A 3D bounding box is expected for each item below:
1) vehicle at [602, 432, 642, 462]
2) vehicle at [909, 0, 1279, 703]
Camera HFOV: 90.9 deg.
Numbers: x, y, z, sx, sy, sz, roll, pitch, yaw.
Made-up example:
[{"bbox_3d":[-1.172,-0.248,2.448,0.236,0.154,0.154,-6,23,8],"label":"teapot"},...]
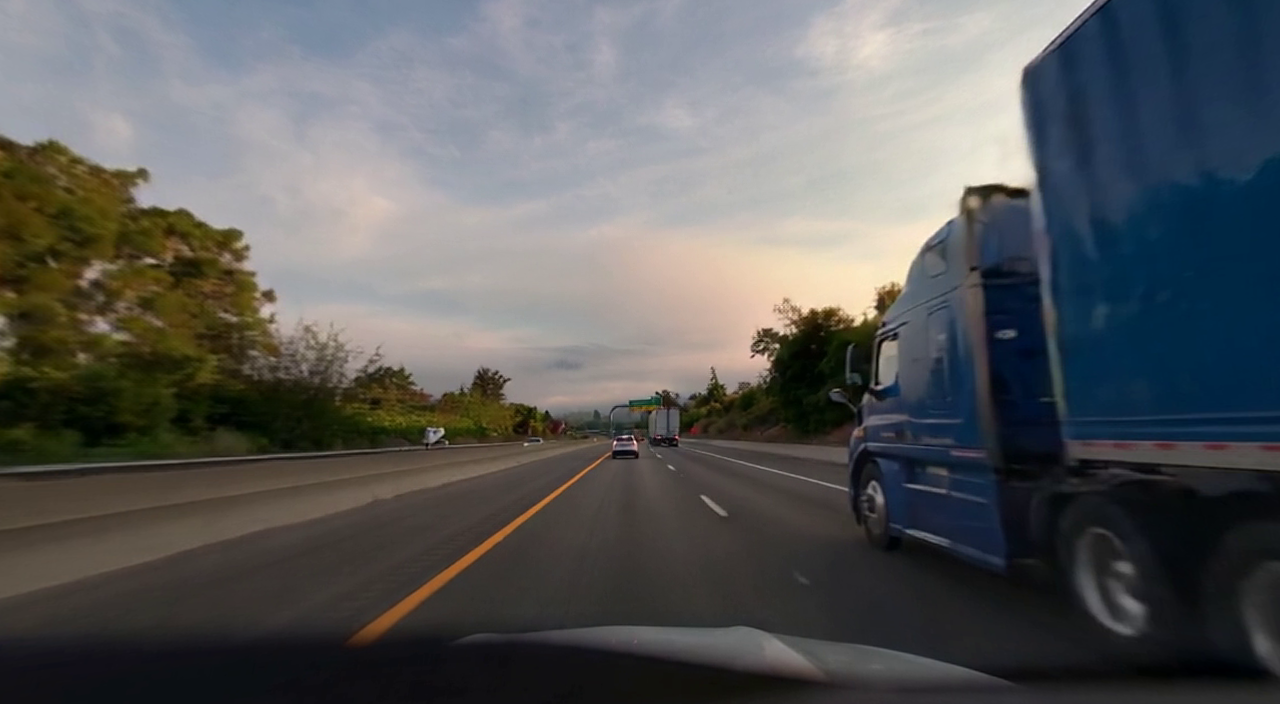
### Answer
[{"bbox_3d":[-0.979,5.246,35.047,2.095,1.557,3.963,0,-8,-1],"label":"vehicle"},{"bbox_3d":[4.101,-0.410,1.152,2.955,3.940,9.037,0,-8,-2],"label":"vehicle"}]
